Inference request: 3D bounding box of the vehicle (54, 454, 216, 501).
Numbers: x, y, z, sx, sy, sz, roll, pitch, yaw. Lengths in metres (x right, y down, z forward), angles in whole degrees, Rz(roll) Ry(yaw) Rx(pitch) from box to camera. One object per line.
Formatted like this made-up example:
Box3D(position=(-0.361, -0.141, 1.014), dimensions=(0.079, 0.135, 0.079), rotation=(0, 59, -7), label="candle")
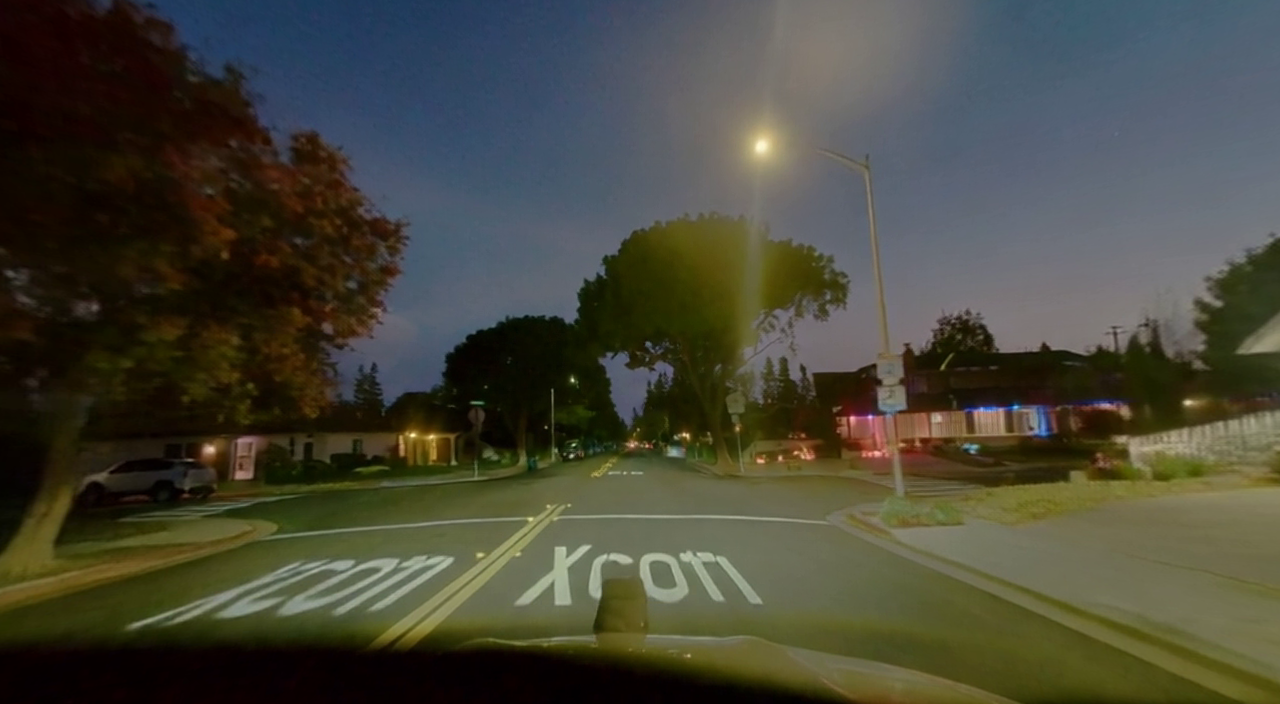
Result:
Box3D(position=(-18.966, 4.699, 23.864), dimensions=(4.334, 1.632, 1.996), rotation=(0, -8, -1), label="vehicle")
